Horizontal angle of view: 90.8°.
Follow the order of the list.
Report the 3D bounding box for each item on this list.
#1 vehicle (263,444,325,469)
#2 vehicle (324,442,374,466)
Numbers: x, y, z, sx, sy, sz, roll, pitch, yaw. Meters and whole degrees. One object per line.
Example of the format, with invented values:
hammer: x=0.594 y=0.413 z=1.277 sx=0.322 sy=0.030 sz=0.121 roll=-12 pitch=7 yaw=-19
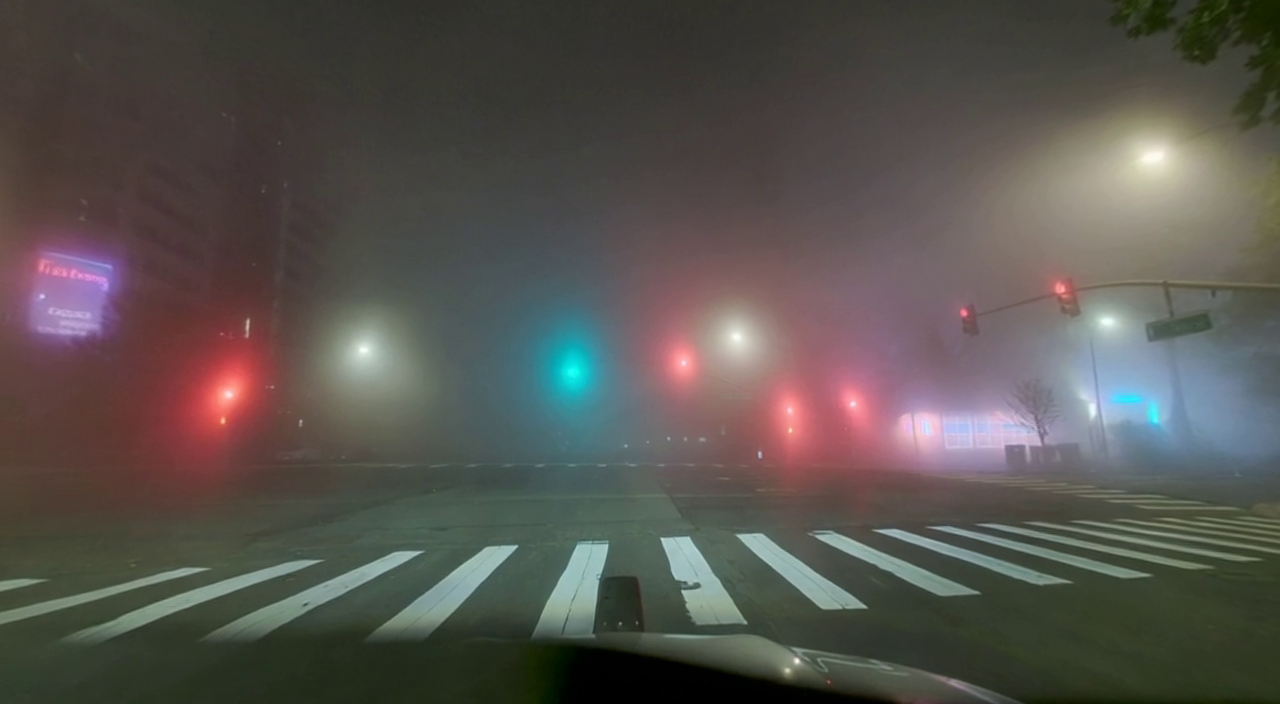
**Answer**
vehicle: x=-21.861 y=6.594 z=40.081 sx=2.005 sy=1.496 sz=4.020 roll=1 pitch=-9 yaw=-6
vehicle: x=-22.410 y=7.834 z=48.821 sx=2.023 sy=1.706 sz=4.756 roll=1 pitch=-9 yaw=-6
